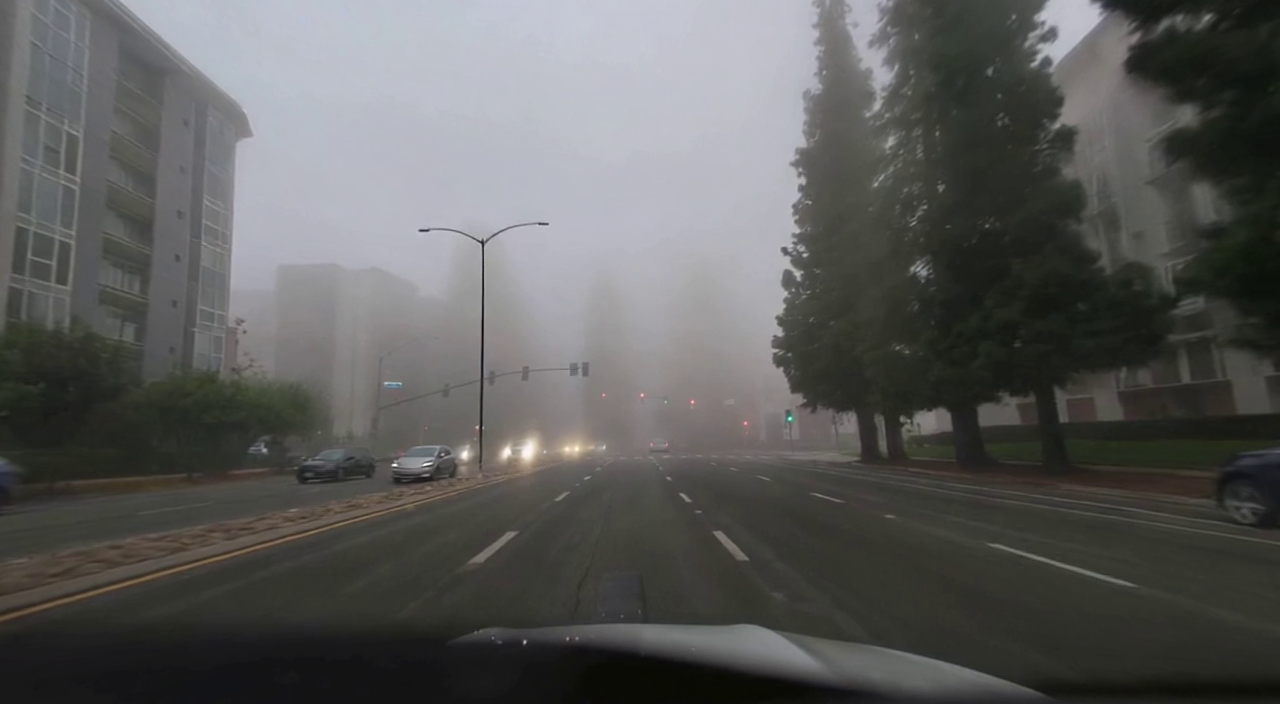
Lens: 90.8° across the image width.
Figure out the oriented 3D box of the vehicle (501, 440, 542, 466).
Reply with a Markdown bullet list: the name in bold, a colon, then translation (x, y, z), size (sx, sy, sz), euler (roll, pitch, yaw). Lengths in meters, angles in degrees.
- **vehicle**: translation (-8.614, 7.373, 46.291), size (2.131, 1.836, 4.670), euler (0, -8, 0)

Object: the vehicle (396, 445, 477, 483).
- **vehicle**: translation (-8.468, 4.664, 26.707), size (1.899, 1.465, 4.443), euler (0, -8, 0)

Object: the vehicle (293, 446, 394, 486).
- **vehicle**: translation (-12.075, 4.636, 26.117), size (1.969, 1.490, 4.488), euler (0, -8, 0)
